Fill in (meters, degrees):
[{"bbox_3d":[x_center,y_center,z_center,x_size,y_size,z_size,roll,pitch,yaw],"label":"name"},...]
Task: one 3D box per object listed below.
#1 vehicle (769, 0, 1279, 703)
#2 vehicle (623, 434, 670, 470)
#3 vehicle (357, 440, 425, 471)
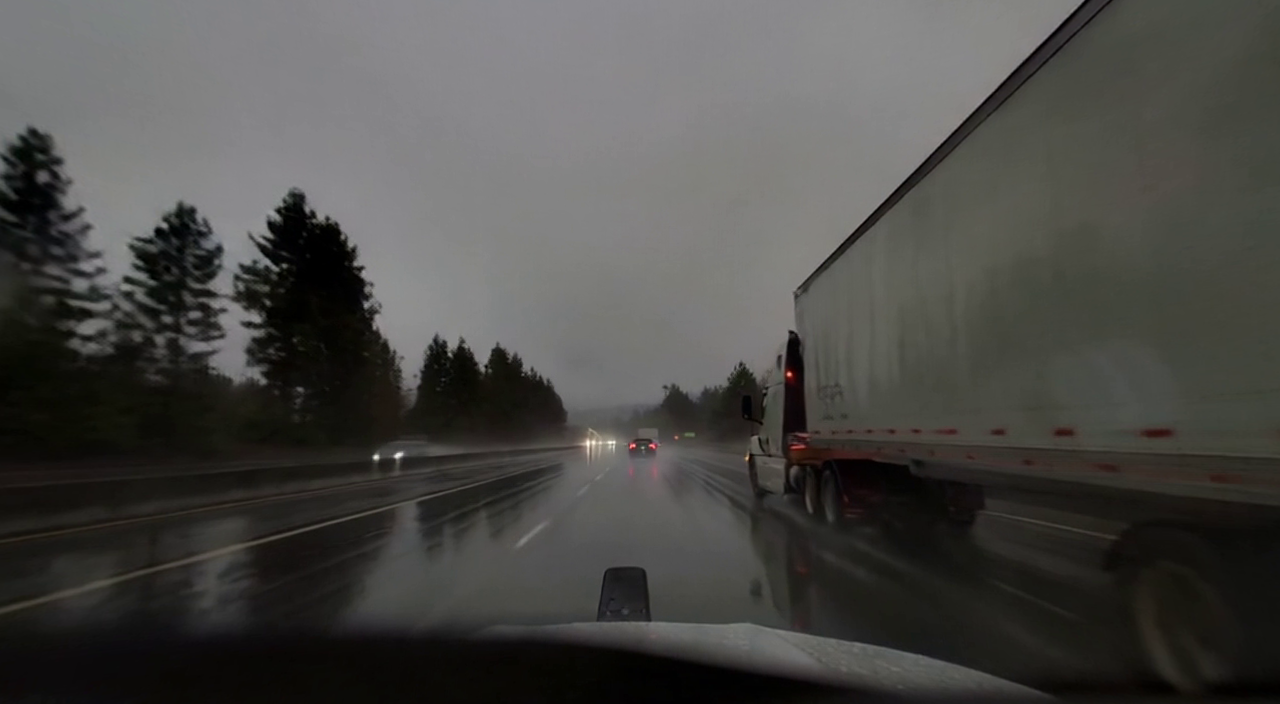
[{"bbox_3d":[4.097,0.006,5.209,3.005,4.131,14.221,0,-8,0],"label":"vehicle"},{"bbox_3d":[0.407,4.934,31.227,2.139,1.607,4.034,-1,-8,4],"label":"vehicle"},{"bbox_3d":[-14.115,5.878,35.932,2.004,1.635,4.411,0,-8,1],"label":"vehicle"}]
